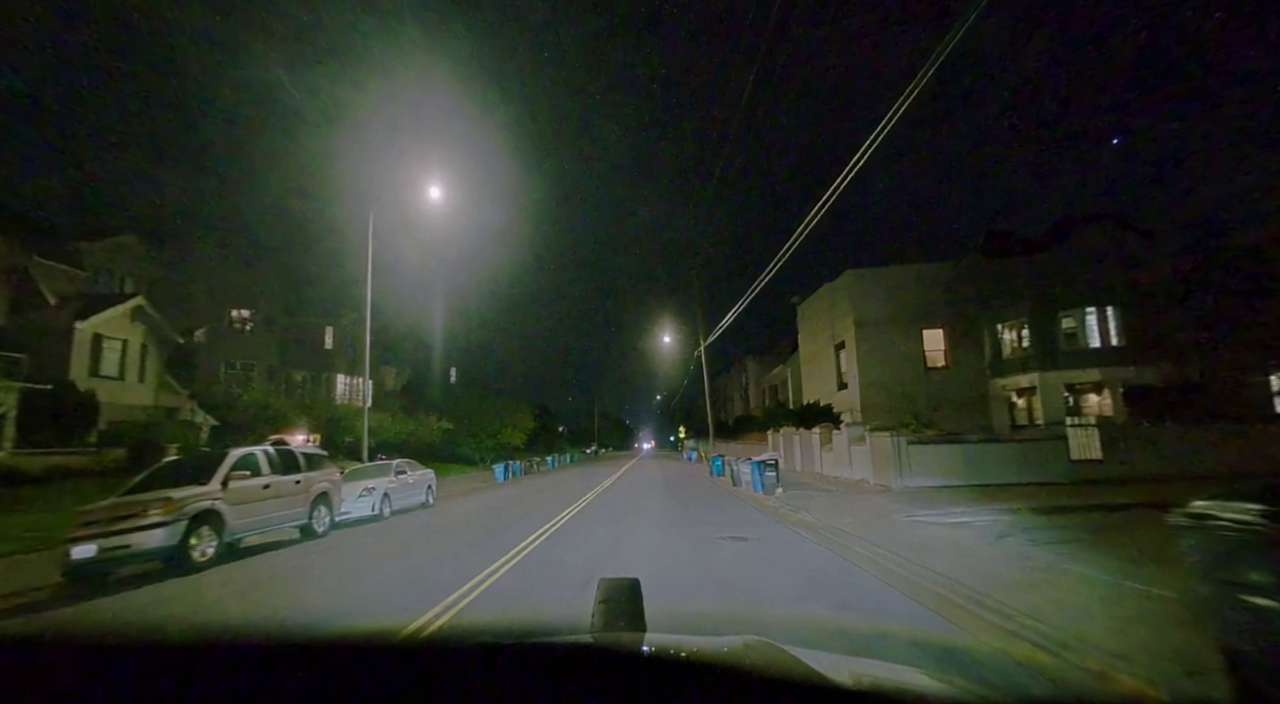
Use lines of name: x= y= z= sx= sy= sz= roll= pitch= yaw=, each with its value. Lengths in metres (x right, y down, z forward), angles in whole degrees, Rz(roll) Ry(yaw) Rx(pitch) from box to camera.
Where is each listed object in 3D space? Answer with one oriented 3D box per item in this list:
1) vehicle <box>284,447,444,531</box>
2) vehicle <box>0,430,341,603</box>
vehicle: x=-6.380 y=3.153 z=15.157 sx=1.880 sy=1.458 sz=4.292 roll=-4 pitch=-7 yaw=1
vehicle: x=-6.553 y=2.145 z=9.351 sx=1.890 sy=1.723 sz=4.539 roll=-6 pitch=-7 yaw=1
